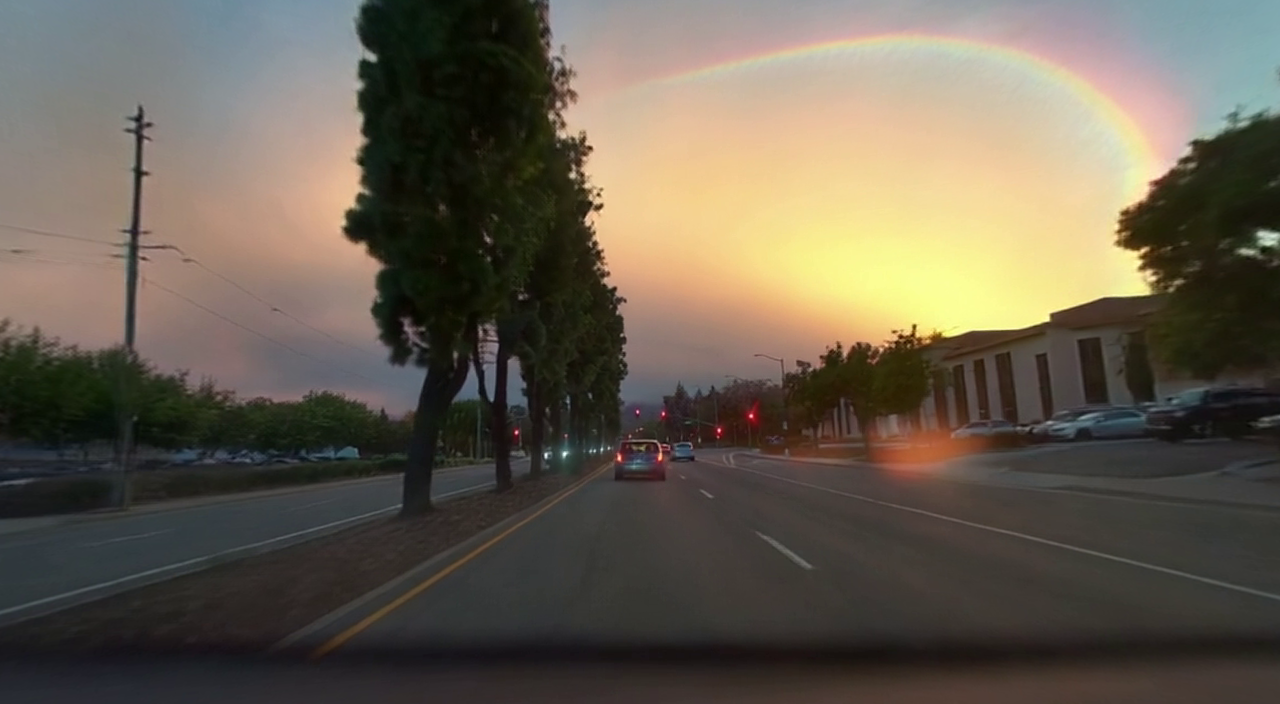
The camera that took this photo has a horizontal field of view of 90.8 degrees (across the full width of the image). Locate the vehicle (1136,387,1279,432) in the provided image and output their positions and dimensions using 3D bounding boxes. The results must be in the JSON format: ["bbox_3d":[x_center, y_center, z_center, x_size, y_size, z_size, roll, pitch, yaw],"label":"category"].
[{"bbox_3d":[22.459,2.248,24.508,4.738,1.593,2.123,0,-8,-4],"label":"vehicle"}]

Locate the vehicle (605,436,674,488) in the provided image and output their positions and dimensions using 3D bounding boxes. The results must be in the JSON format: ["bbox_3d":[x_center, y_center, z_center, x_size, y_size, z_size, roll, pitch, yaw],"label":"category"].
[{"bbox_3d":[-0.065,3.824,22.261,2.181,1.639,4.127,0,-9,-1],"label":"vehicle"}]
